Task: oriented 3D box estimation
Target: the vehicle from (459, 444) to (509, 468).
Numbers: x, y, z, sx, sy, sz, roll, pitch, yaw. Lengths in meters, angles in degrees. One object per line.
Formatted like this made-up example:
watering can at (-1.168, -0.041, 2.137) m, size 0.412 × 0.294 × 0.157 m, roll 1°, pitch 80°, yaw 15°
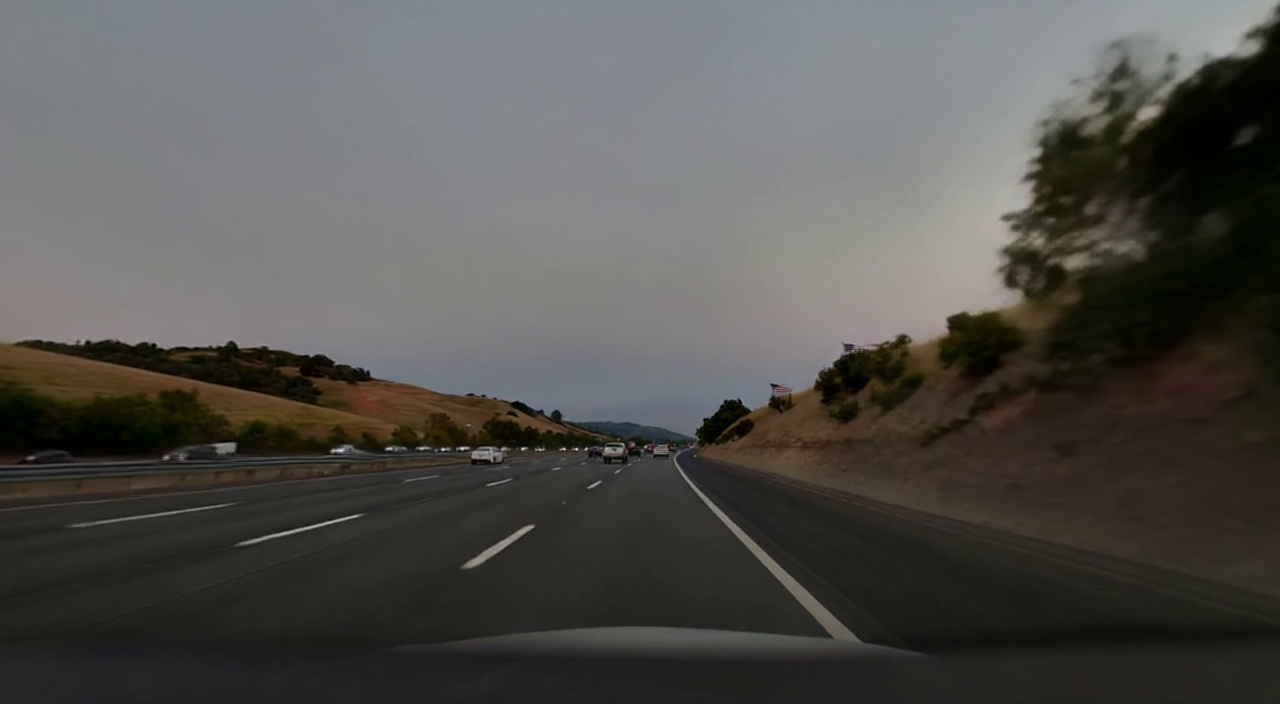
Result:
vehicle at (-10.021, 6.703, 40.831) m, size 1.927 × 1.454 × 4.395 m, roll -1°, pitch -8°, yaw 3°

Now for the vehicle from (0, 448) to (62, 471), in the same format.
vehicle at (-45.096, 7.770, 45.774) m, size 1.761 × 1.520 × 4.689 m, roll -1°, pitch -8°, yaw 1°
